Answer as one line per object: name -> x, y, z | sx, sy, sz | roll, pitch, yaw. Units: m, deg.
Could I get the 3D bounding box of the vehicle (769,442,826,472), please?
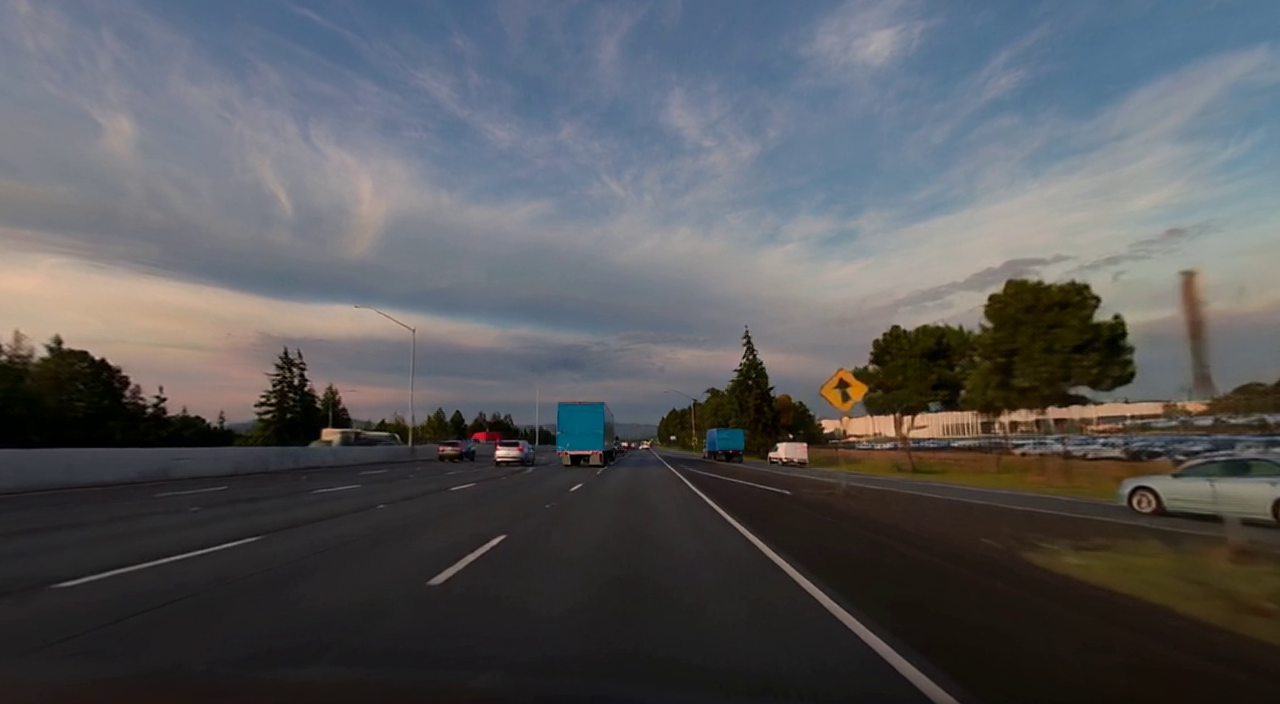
vehicle -> 9.783, 6.540, 39.521 | 2.083, 1.706, 4.129 | 1, -8, -6

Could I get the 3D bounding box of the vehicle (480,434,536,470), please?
vehicle -> -7.106, 5.424, 34.425 | 2.058, 1.840, 4.443 | 0, -8, 1

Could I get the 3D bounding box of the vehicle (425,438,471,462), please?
vehicle -> -14.348, 7.380, 47.459 | 1.997, 1.695, 4.492 | 0, -8, 1

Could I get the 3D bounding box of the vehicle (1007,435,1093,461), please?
vehicle -> 28.298, 6.620, 43.636 | 4.586, 1.710, 1.944 | 0, -8, -2

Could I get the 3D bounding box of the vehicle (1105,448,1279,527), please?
vehicle -> 13.464, 2.942, 14.140 | 2.022, 1.505, 4.786 | 1, -8, -7

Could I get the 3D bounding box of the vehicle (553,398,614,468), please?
vehicle -> -3.540, 5.616, 43.048 | 2.905, 4.037, 12.921 | 0, -8, 0
